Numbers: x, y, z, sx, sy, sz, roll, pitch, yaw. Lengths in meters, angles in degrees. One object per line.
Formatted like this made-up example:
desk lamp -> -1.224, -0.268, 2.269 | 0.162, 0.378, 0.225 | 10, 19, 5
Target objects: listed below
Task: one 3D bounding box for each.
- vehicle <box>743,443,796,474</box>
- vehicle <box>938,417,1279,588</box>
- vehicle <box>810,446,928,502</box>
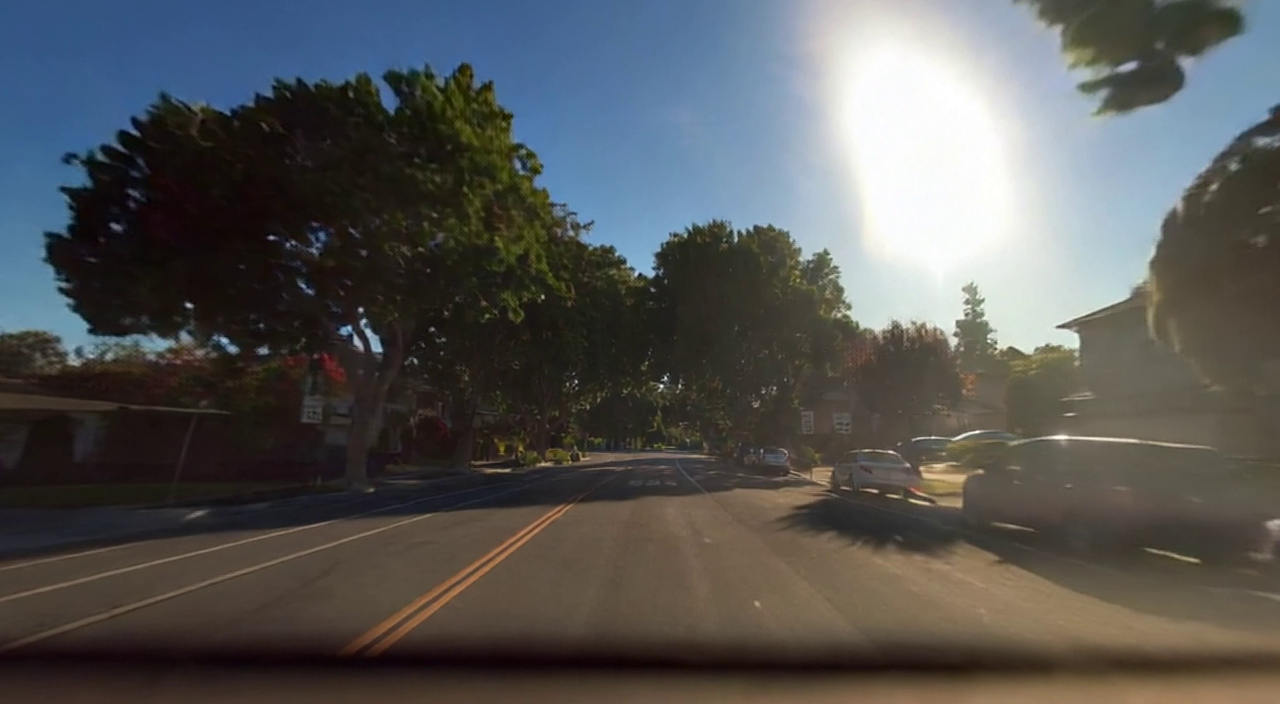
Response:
vehicle -> 6.953, 5.771, 34.365 | 1.893, 1.543, 4.434 | 0, -9, -1
vehicle -> 6.371, 1.888, 8.836 | 2.116, 1.732, 4.569 | 0, -9, -1
vehicle -> 6.712, 3.589, 19.063 | 1.913, 1.479, 4.209 | 0, -9, -1
